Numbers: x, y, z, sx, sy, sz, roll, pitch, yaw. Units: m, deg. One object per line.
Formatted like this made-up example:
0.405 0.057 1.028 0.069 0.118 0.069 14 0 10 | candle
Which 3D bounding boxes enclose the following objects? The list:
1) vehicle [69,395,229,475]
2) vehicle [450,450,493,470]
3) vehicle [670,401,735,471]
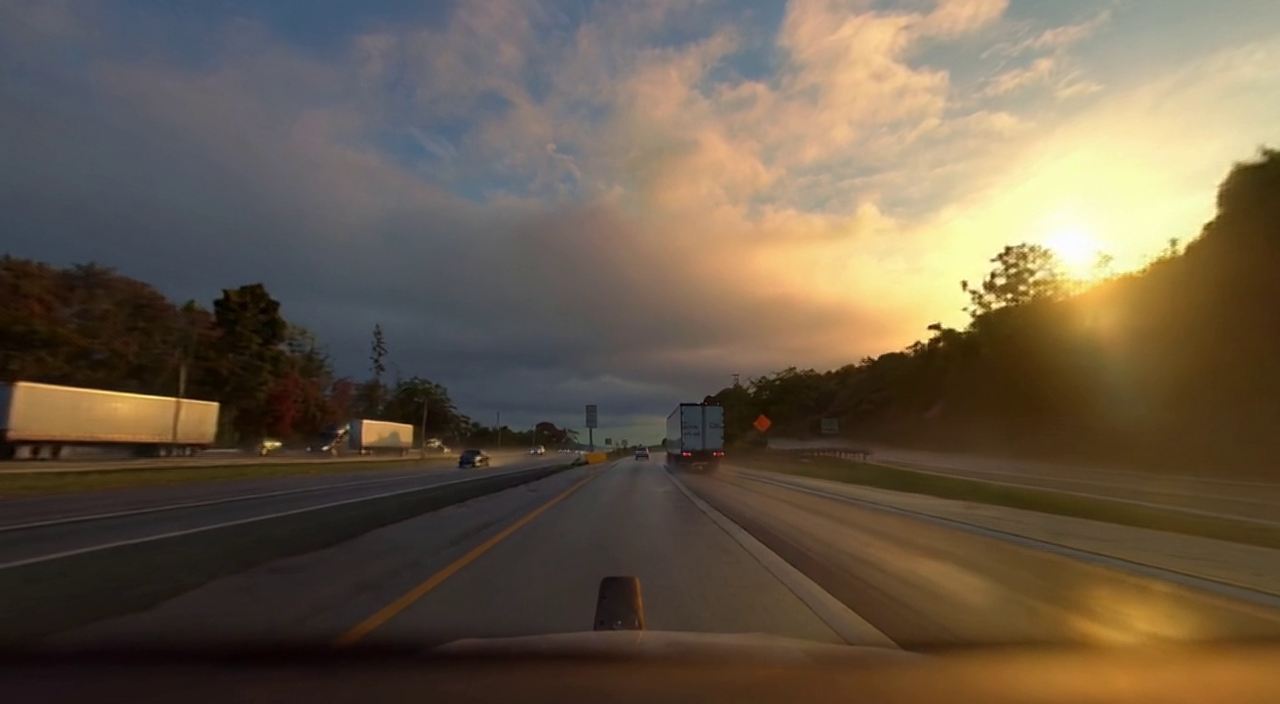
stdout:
-26.567 4.643 34.593 3.120 3.923 6.859 0 -9 0 | vehicle
-12.942 8.332 48.668 1.933 1.482 4.661 -1 -9 1 | vehicle
4.012 5.952 43.736 3.185 4.154 12.638 0 -9 0 | vehicle
